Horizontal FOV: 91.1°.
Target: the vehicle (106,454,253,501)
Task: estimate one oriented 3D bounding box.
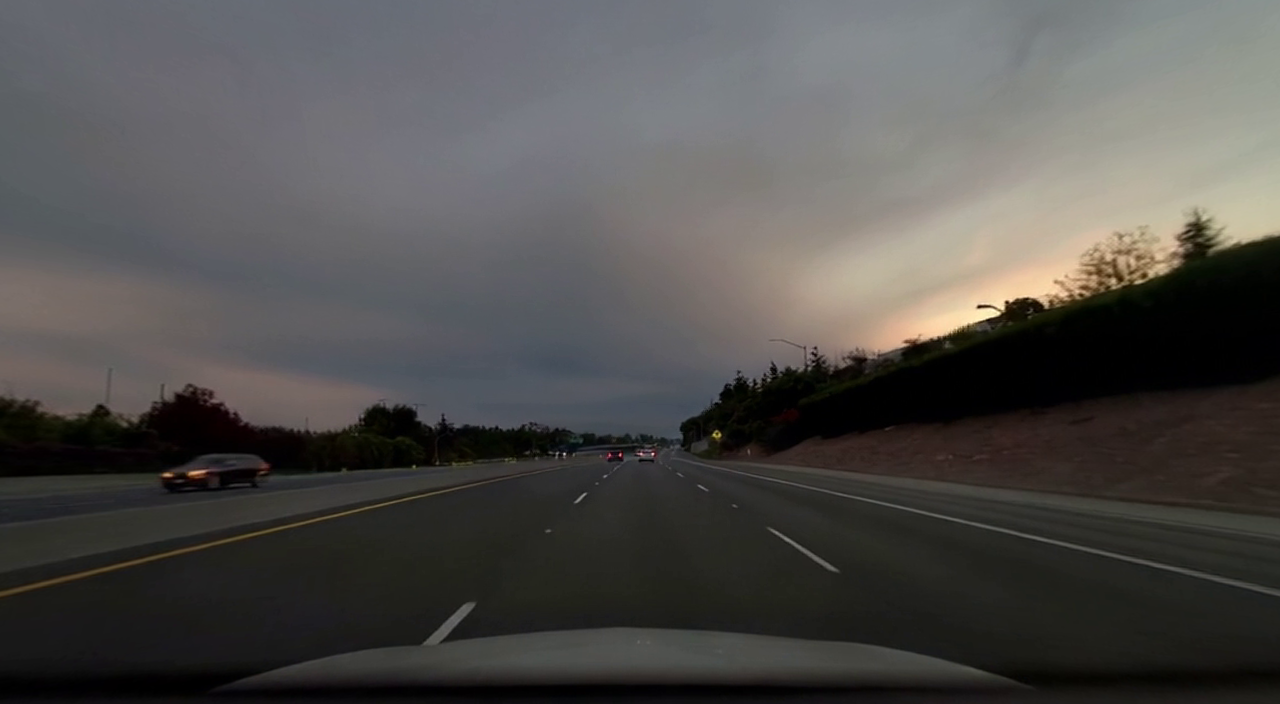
[{"bbox_3d":[-16.838,4.577,23.349,1.924,1.472,4.644,0,-9,0],"label":"vehicle"}]

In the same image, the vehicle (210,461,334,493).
[{"bbox_3d":[-16.859,5.735,29.232,2.552,1.229,5.270,0,-9,1],"label":"vehicle"}]
